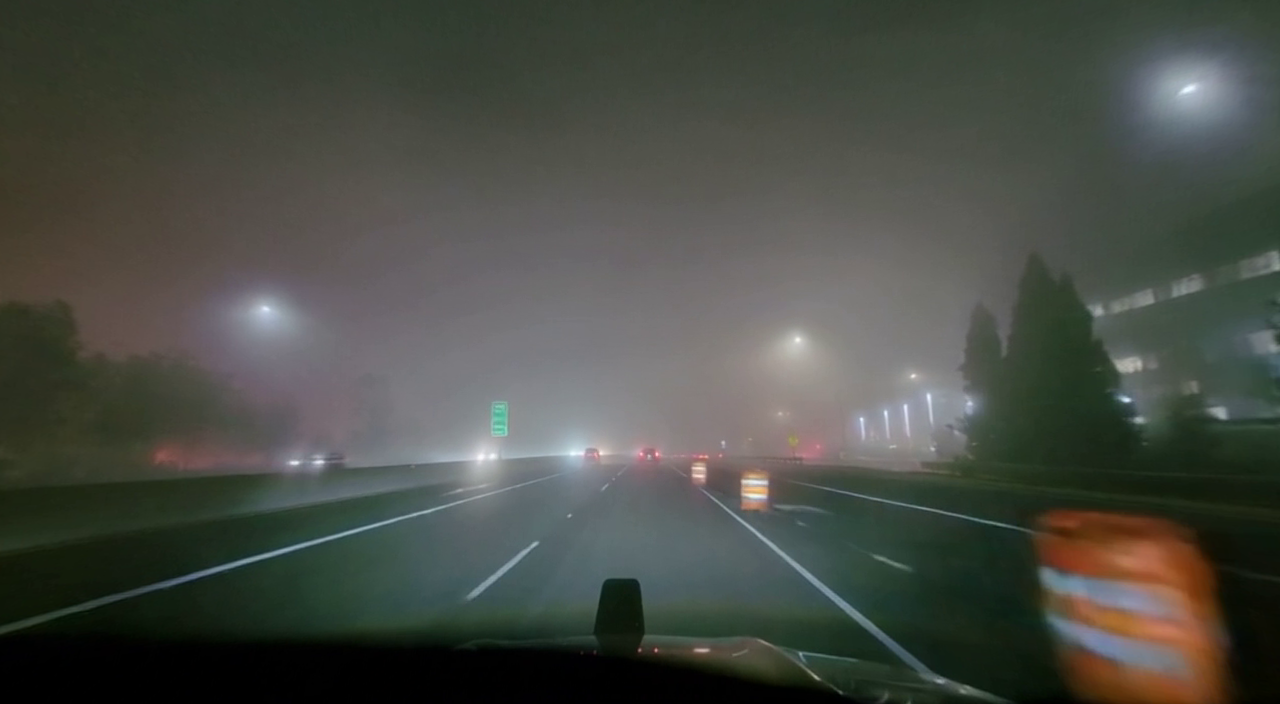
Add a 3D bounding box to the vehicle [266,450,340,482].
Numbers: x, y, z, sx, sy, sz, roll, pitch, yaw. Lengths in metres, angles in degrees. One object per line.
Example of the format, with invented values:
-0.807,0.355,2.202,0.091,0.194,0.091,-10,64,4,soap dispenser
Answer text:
-19.305,6.517,36.305,1.743,1.657,4.388,0,-9,2,vehicle
